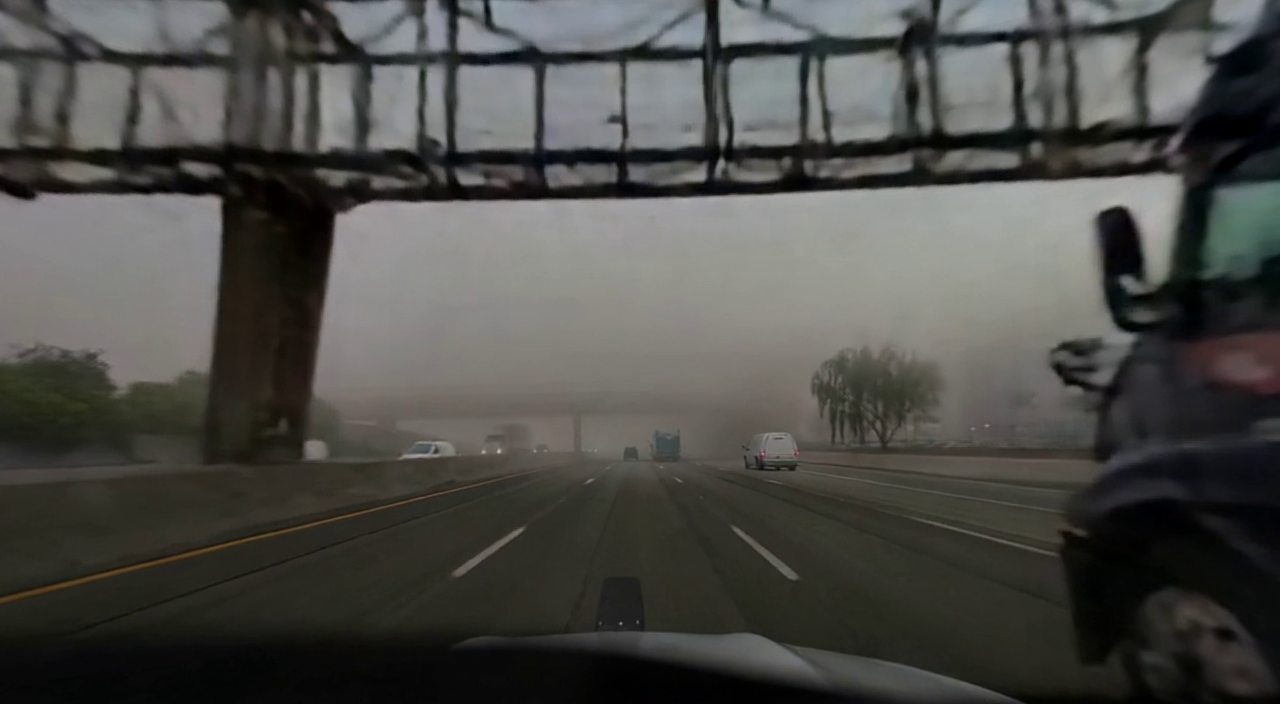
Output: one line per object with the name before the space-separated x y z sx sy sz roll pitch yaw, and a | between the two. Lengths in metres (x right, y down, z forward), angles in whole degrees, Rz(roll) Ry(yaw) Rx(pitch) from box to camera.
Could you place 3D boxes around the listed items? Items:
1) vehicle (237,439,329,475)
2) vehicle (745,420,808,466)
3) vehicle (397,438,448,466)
vehicle | -17.751 5.241 31.691 1.928 1.648 4.514 0 -9 1
vehicle | 10.543 7.240 49.955 2.912 3.293 9.588 0 -9 0
vehicle | -13.784 6.351 40.246 1.807 1.667 3.770 0 -9 1
